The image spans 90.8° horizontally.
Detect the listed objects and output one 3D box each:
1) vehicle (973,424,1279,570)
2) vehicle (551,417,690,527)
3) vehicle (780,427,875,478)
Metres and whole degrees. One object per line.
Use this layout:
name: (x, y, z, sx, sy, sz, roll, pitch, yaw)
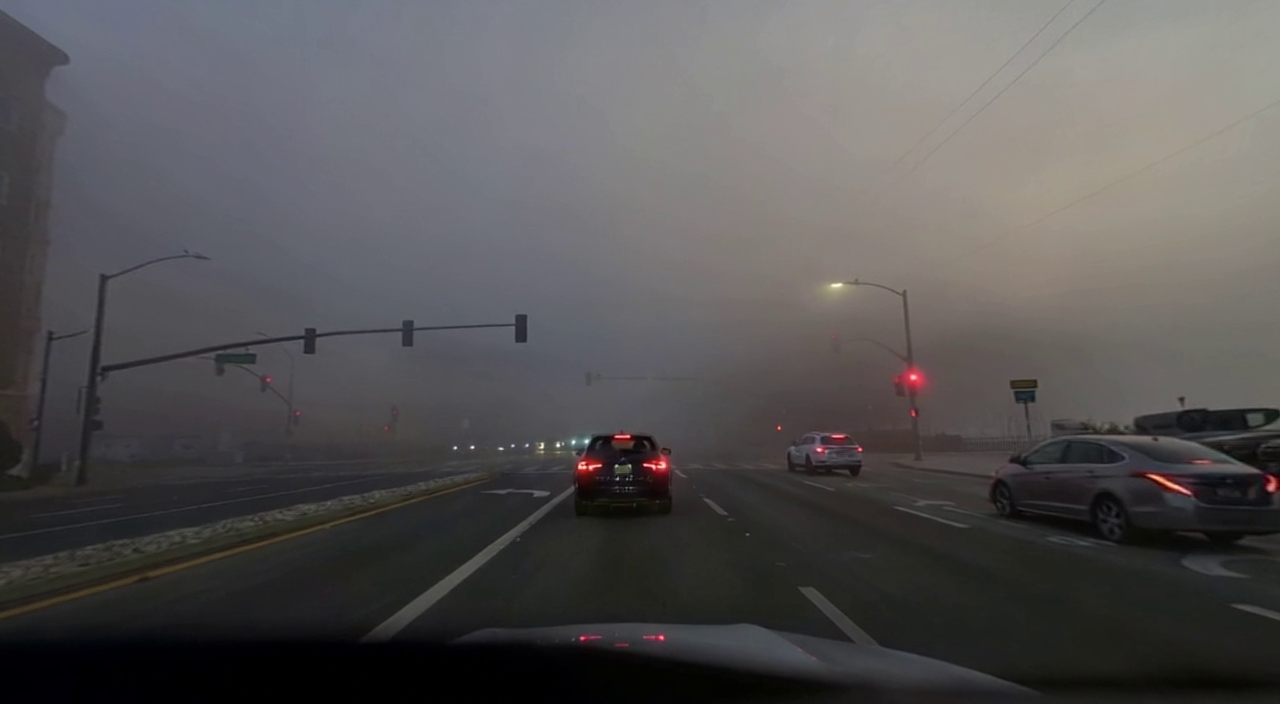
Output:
vehicle: (6.447, 1.736, 8.355, 1.768, 1.417, 4.213, 0, -9, 0)
vehicle: (-0.303, 2.060, 11.304, 2.032, 1.593, 3.896, 0, -9, 0)
vehicle: (6.474, 3.549, 22.383, 1.963, 1.611, 4.359, 0, -9, -1)
